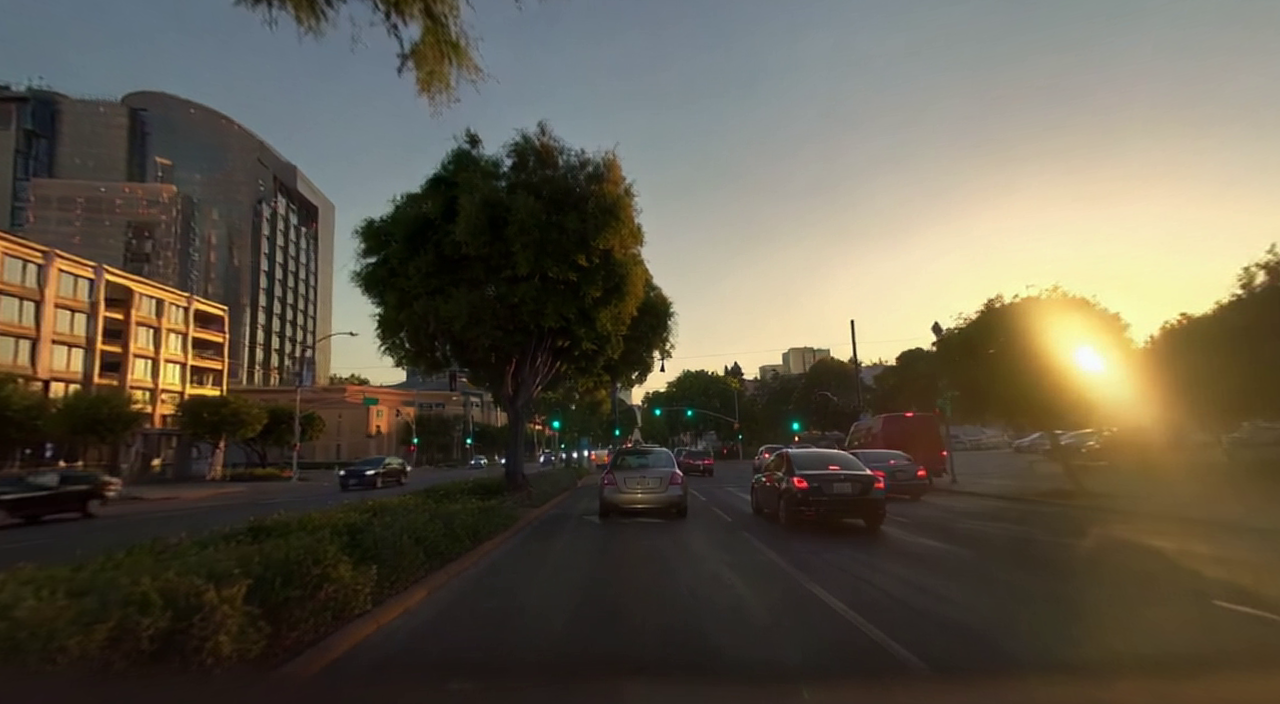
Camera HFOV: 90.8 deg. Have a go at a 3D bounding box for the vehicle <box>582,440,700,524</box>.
[{"bbox_3d":[-0.032,2.618,13.393,2.105,1.474,4.127,0,-8,-1],"label":"vehicle"}]

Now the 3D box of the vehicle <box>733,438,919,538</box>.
[{"bbox_3d":[3.147,2.383,11.841,1.995,1.483,4.533,0,-8,-2],"label":"vehicle"}]

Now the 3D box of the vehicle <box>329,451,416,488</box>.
[{"bbox_3d":[-12.369,5.446,29.571,2.020,1.533,4.620,0,-8,0],"label":"vehicle"}]

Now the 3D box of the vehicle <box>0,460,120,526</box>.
[{"bbox_3d":[-16.304,3.619,16.447,1.864,1.489,4.346,0,-8,-1],"label":"vehicle"}]
